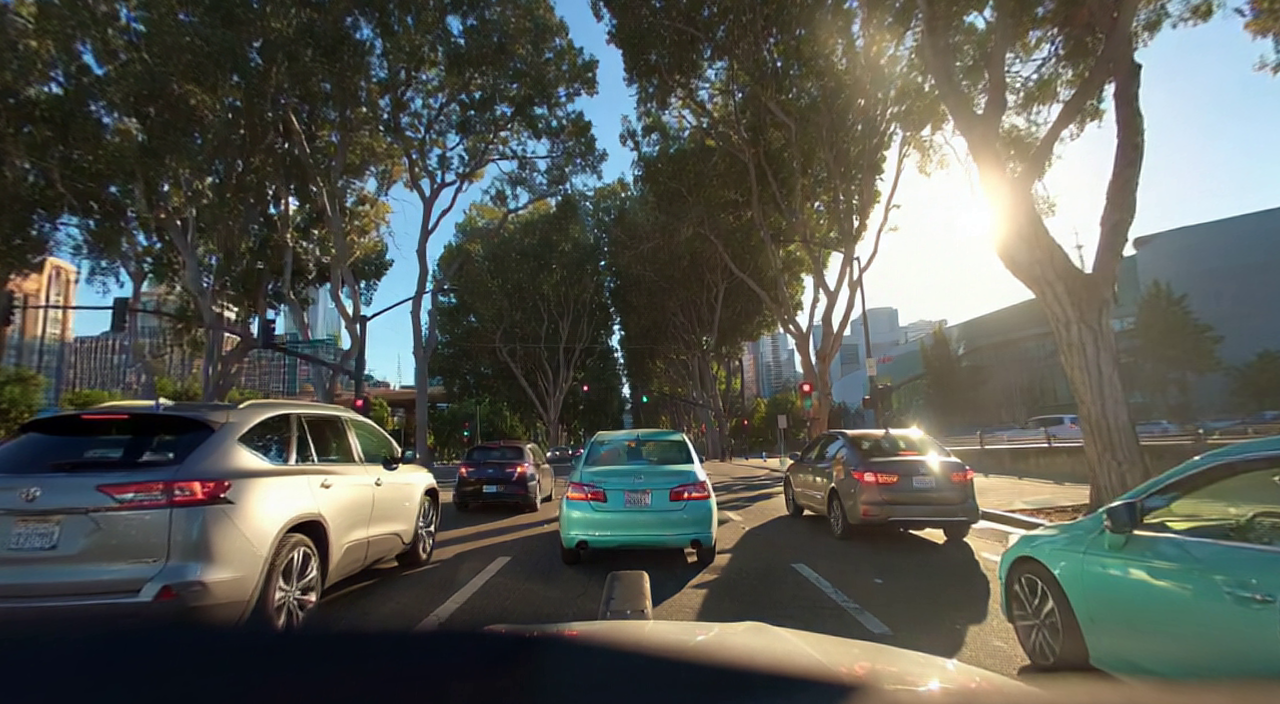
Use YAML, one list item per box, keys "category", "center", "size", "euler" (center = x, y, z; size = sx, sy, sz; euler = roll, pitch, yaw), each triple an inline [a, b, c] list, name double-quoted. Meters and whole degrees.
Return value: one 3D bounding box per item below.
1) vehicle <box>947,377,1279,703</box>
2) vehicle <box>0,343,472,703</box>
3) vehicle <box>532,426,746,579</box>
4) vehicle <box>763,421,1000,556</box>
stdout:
- category: "vehicle"
  center: [3.320, 0.964, 2.829]
  size: [1.899, 1.588, 3.888]
  euler: [0, -8, 0]
- category: "vehicle"
  center: [-3.143, 1.175, 5.128]
  size: [2.168, 1.750, 4.625]
  euler: [-1, -8, 1]
- category: "vehicle"
  center: [-0.035, 1.809, 8.373]
  size: [2.147, 1.507, 3.953]
  euler: [0, -8, -1]
- category: "vehicle"
  center: [3.423, 2.016, 10.052]
  size: [2.040, 1.647, 4.379]
  euler: [0, -9, 0]
